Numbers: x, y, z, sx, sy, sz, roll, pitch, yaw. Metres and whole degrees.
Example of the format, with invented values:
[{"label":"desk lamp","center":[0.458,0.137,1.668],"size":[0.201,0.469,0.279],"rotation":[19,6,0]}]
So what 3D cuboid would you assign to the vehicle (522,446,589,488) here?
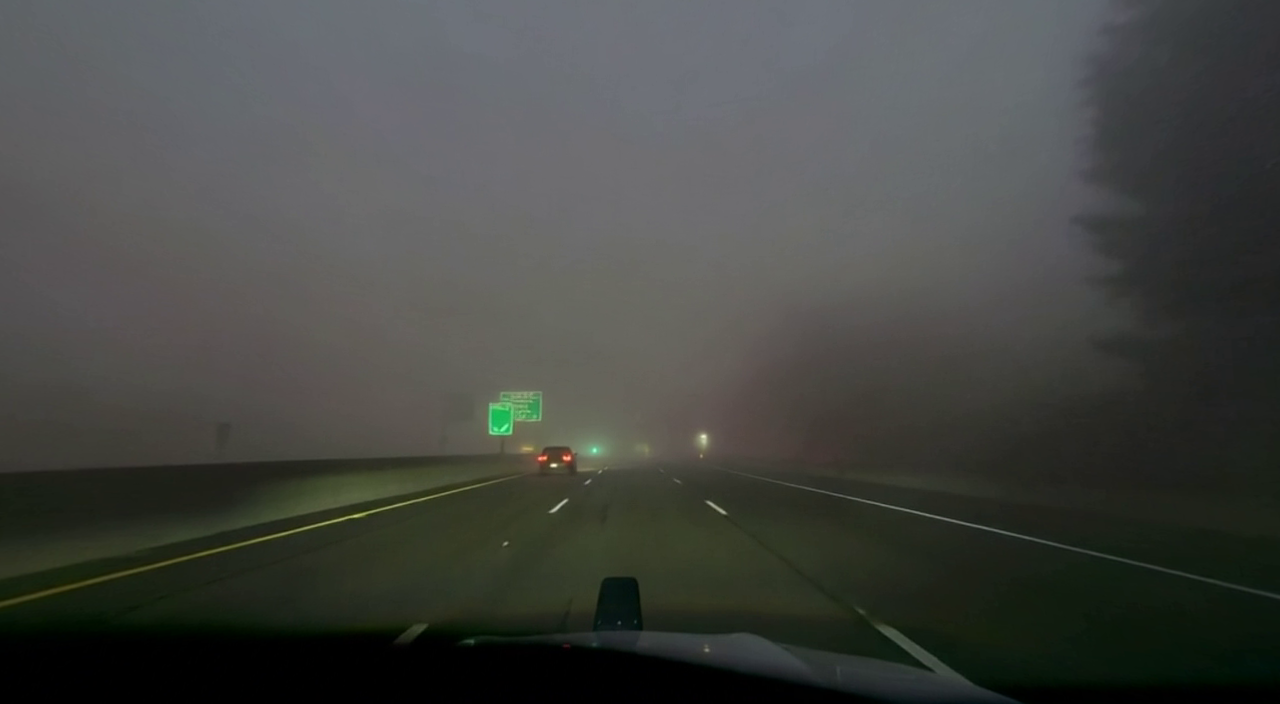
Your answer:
[{"label":"vehicle","center":[-3.277,4.561,25.200],"size":[2.100,1.525,4.179],"rotation":[0,-9,0]}]
